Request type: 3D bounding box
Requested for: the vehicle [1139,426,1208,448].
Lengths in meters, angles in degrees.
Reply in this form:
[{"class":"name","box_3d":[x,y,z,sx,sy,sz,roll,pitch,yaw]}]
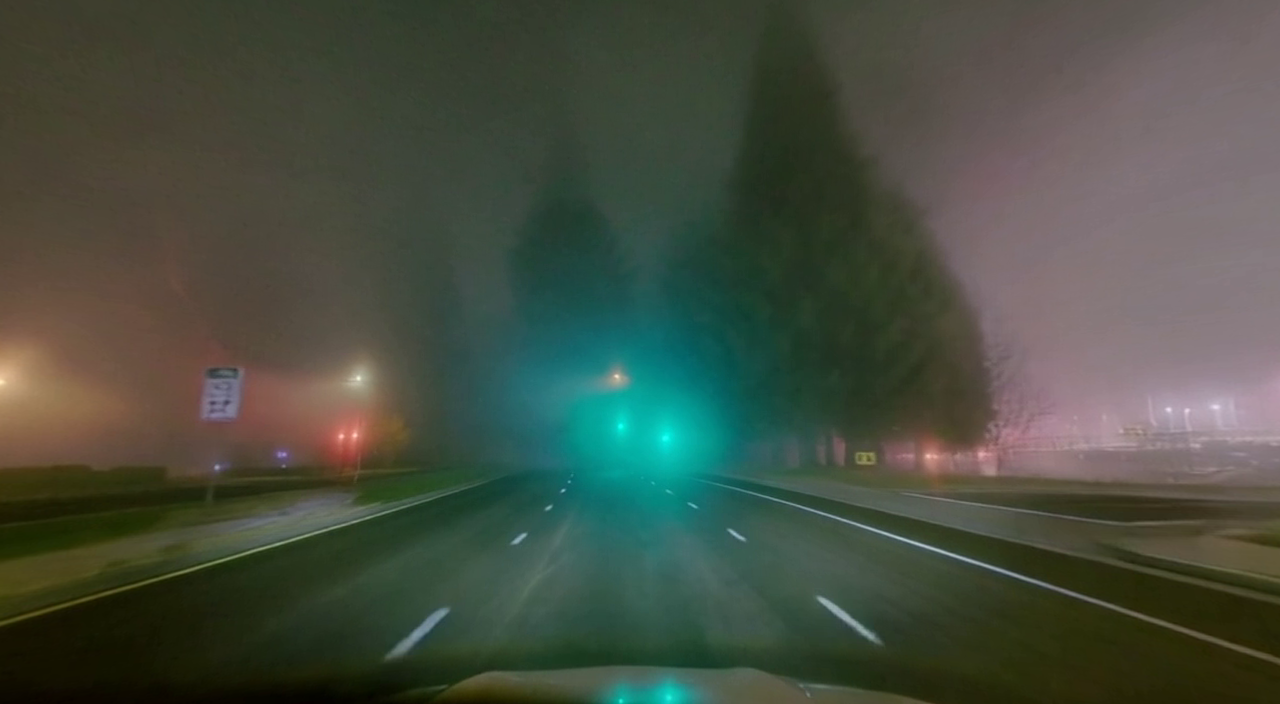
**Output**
[{"class":"vehicle","box_3d":[41.757,6.677,49.610,1.787,1.584,4.606,0,-9,7]}]
